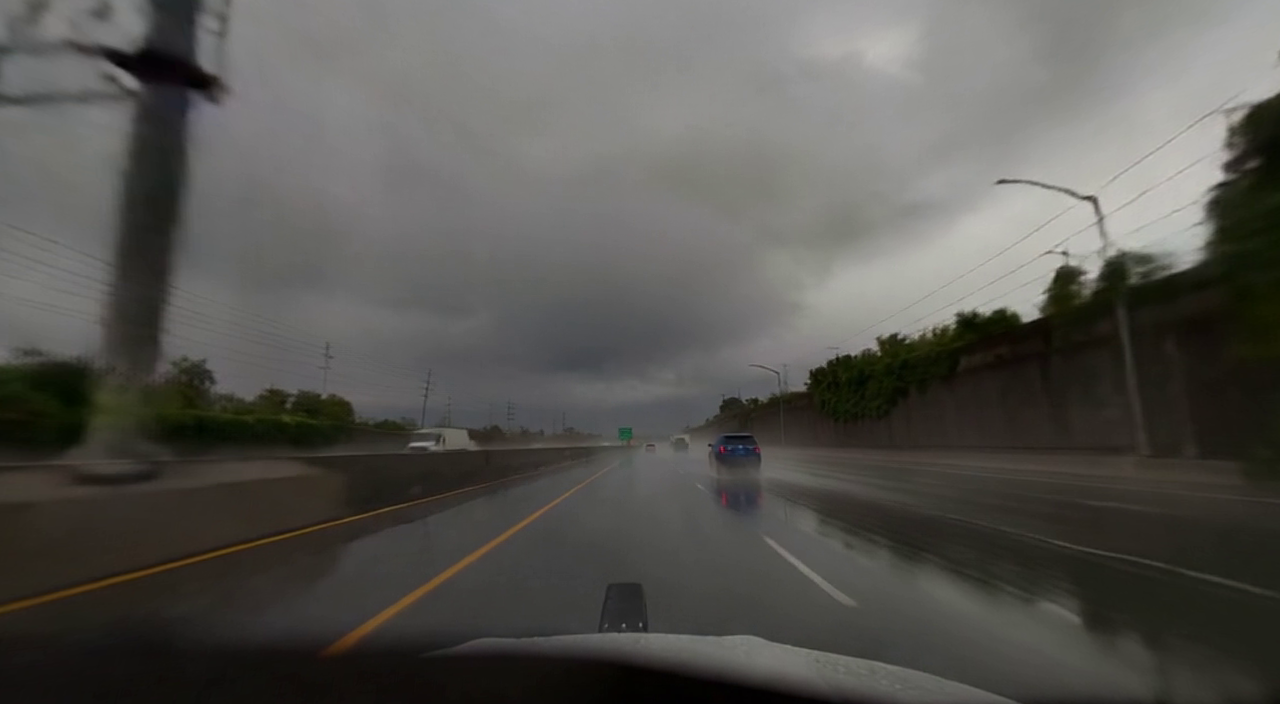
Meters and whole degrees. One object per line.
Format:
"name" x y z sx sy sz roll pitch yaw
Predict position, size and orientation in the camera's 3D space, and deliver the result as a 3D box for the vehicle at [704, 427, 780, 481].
"vehicle" 3.738 3.856 23.984 2.120 1.832 4.287 0 -8 -1
